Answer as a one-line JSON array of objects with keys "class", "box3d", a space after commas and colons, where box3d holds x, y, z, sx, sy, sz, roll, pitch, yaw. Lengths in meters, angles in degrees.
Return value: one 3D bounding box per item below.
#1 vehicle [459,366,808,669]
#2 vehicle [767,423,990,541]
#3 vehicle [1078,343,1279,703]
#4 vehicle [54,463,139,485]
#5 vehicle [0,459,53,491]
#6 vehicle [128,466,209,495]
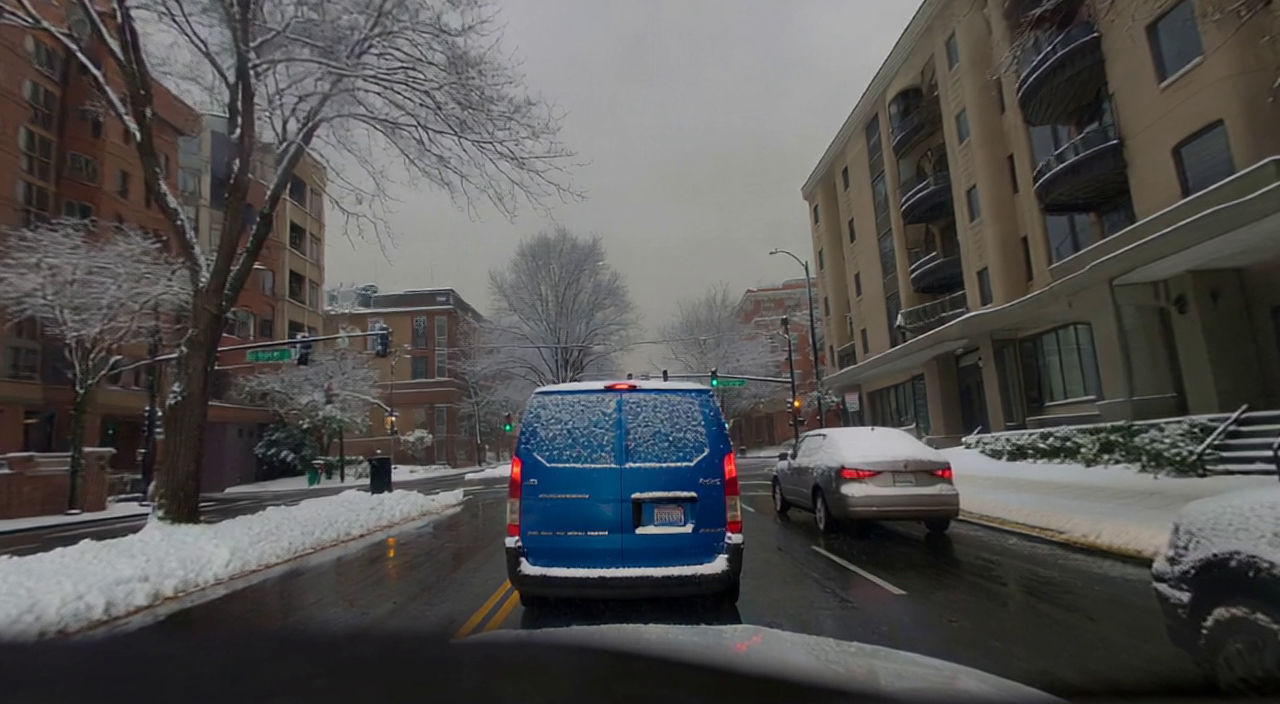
[{"class": "vehicle", "box3d": [-0.037, 1.322, 6.041, 2.101, 1.828, 4.270, 0, -9, 0]}, {"class": "vehicle", "box3d": [3.908, 2.223, 11.462, 2.061, 1.676, 4.734, 0, -9, -2]}, {"class": "vehicle", "box3d": [3.812, 0.703, 1.789, 2.157, 1.748, 4.130, 0, -9, 1]}, {"class": "vehicle", "box3d": [-38.433, 8.636, 44.663, 4.396, 1.458, 1.809, -1, -9, 2]}, {"class": "vehicle", "box3d": [-35.529, 6.843, 35.185, 3.843, 1.680, 1.782, -1, -9, 5]}, {"class": "vehicle", "box3d": [-33.226, 9.068, 44.541, 4.292, 1.492, 1.772, -6, -14, -1]}]
